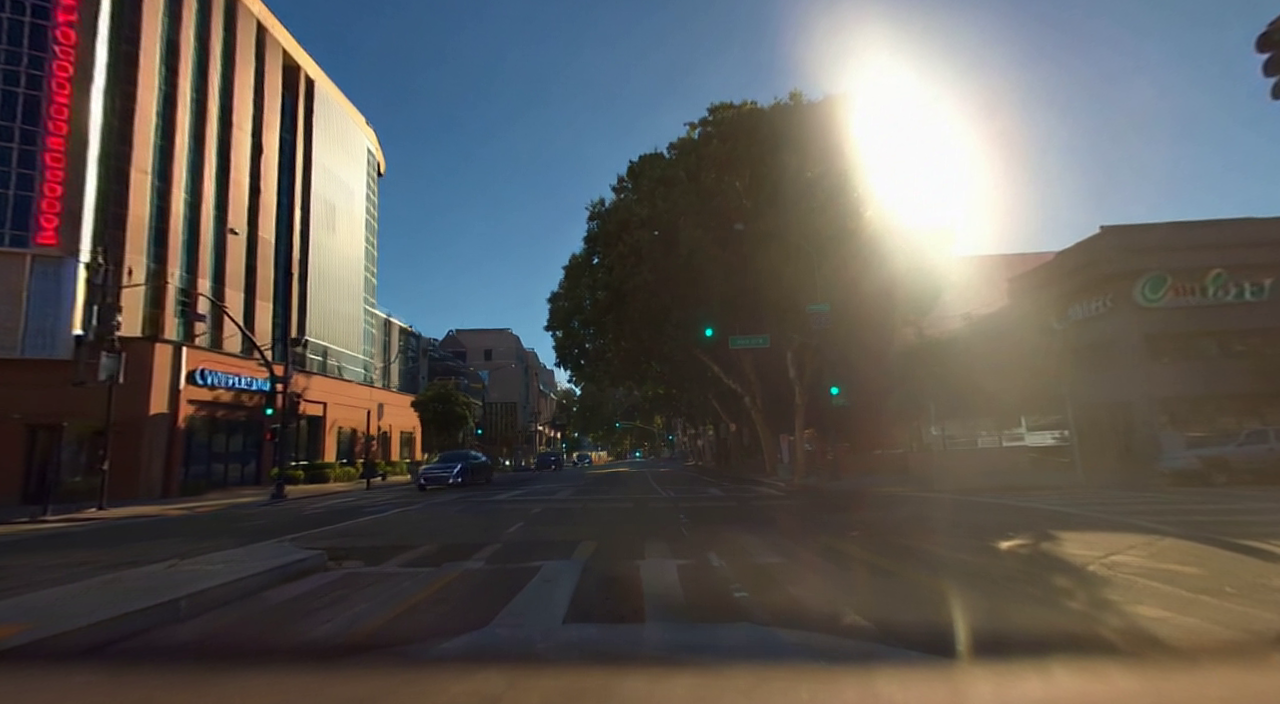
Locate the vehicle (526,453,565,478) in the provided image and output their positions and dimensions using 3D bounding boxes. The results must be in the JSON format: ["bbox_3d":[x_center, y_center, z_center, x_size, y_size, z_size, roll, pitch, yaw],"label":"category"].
[{"bbox_3d":[-6.349,7.659,42.903,1.897,1.537,3.770,-1,-9,3],"label":"vehicle"}]

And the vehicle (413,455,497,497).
[{"bbox_3d":[-7.273,4.903,25.326,1.893,1.451,4.276,-1,-9,3],"label":"vehicle"}]
